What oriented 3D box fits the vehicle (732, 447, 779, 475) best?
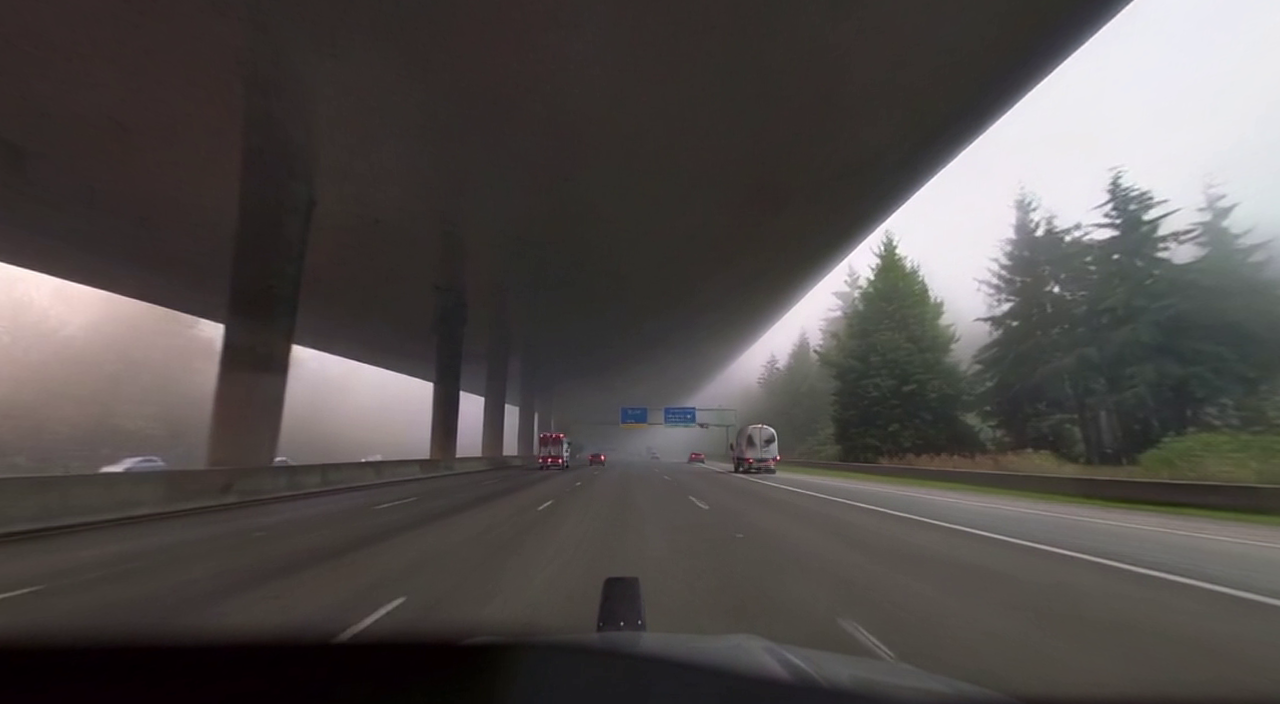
[{"bbox_3d":[7.118,6.783,39.389,1.989,1.591,4.348,0,-9,-2],"label":"vehicle"}]
